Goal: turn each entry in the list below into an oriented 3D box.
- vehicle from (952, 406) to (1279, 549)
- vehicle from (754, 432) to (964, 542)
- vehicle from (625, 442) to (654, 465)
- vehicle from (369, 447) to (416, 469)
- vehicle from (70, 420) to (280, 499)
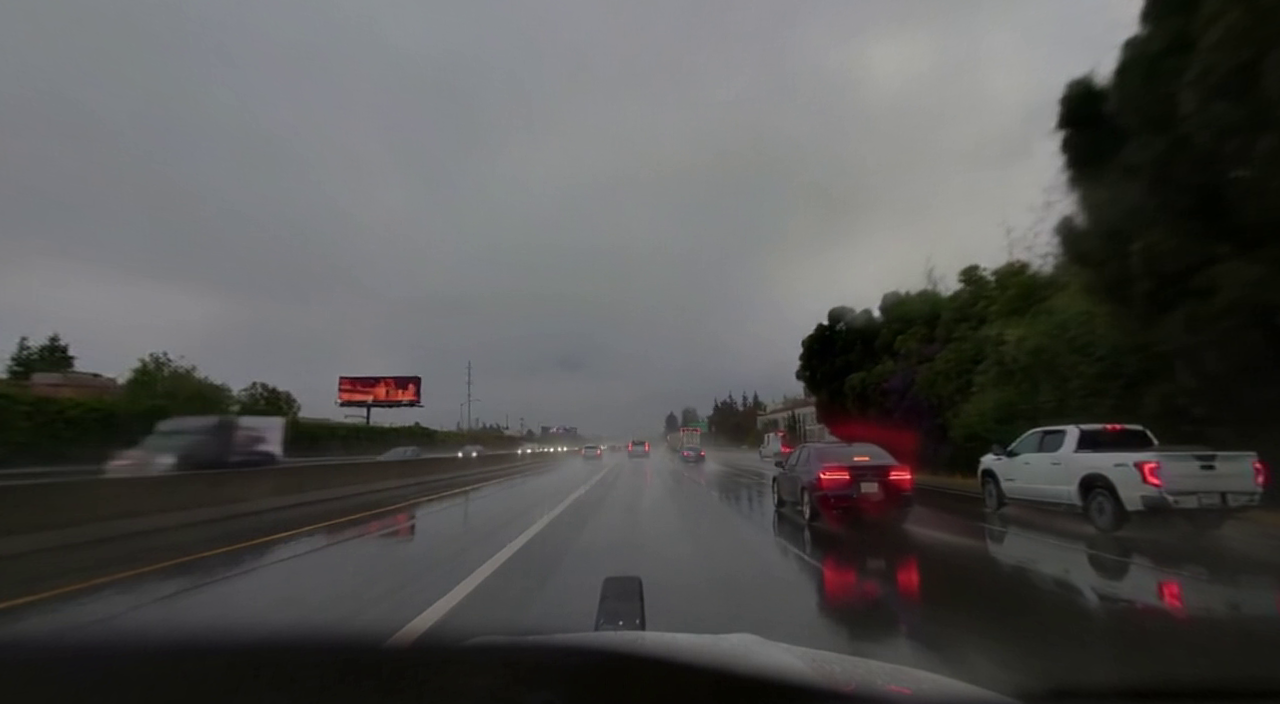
[{"bbox_3d":[7.542,1.955,10.469,2.176,1.793,4.841,0,-9,-1],"label":"vehicle"},{"bbox_3d":[3.472,2.225,11.111,1.987,1.509,4.512,0,-9,-1],"label":"vehicle"},{"bbox_3d":[-0.103,7.896,49.107,2.191,1.685,4.015,0,-9,-1],"label":"vehicle"},{"bbox_3d":[-18.136,7.770,46.506,1.835,1.592,4.076,0,-9,0],"label":"vehicle"},{"bbox_3d":[-14.499,3.406,20.362,2.438,2.164,5.666,0,-9,0],"label":"vehicle"}]
